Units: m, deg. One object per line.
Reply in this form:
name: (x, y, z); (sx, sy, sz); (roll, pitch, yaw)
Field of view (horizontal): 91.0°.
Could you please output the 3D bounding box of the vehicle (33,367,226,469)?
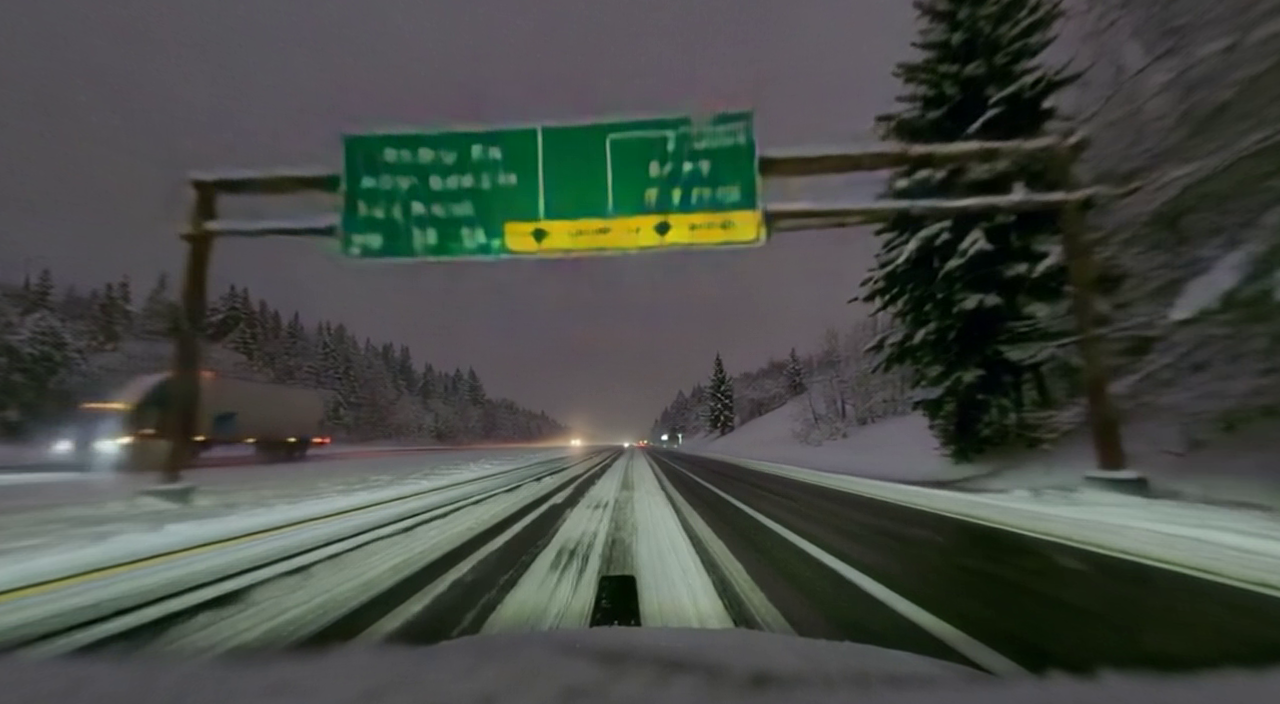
vehicle: (-21.566, 2.942, 27.183); (3.243, 3.864, 5.872); (0, -8, 0)
